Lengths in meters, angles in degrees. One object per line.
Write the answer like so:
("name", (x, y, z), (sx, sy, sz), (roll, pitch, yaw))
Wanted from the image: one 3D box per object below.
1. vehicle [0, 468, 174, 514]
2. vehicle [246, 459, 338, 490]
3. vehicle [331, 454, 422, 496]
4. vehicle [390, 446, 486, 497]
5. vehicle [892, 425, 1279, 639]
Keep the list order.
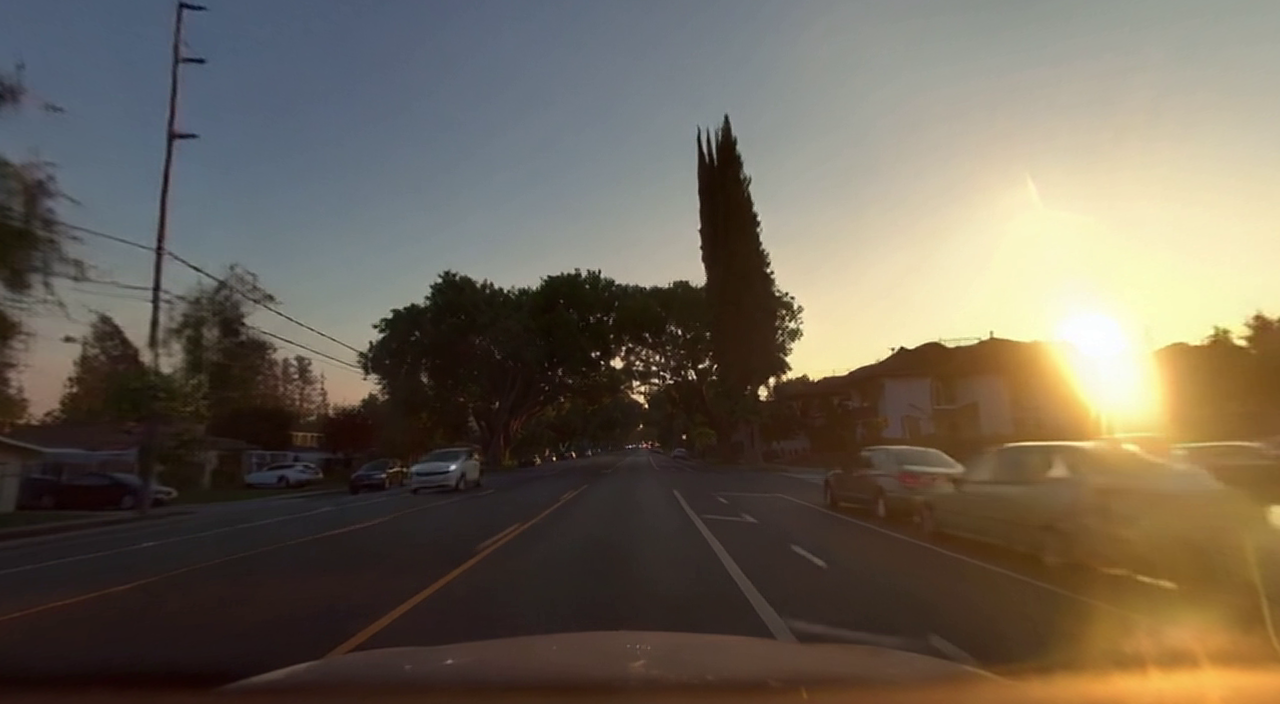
("vehicle", (-19.471, 4.895, 22.382), (4.367, 1.480, 1.903), (0, -9, 2))
("vehicle", (-20.915, 7.358, 38.121), (4.340, 1.727, 2.048), (-1, -9, 2))
("vehicle", (-12.630, 5.892, 30.741), (2.128, 1.768, 5.306), (0, -9, 0))
("vehicle", (-7.474, 4.447, 23.977), (2.092, 1.741, 4.559), (0, -9, 1))
("vehicle", (4.885, 1.646, 7.026), (2.008, 1.481, 5.049), (0, -9, -1))
